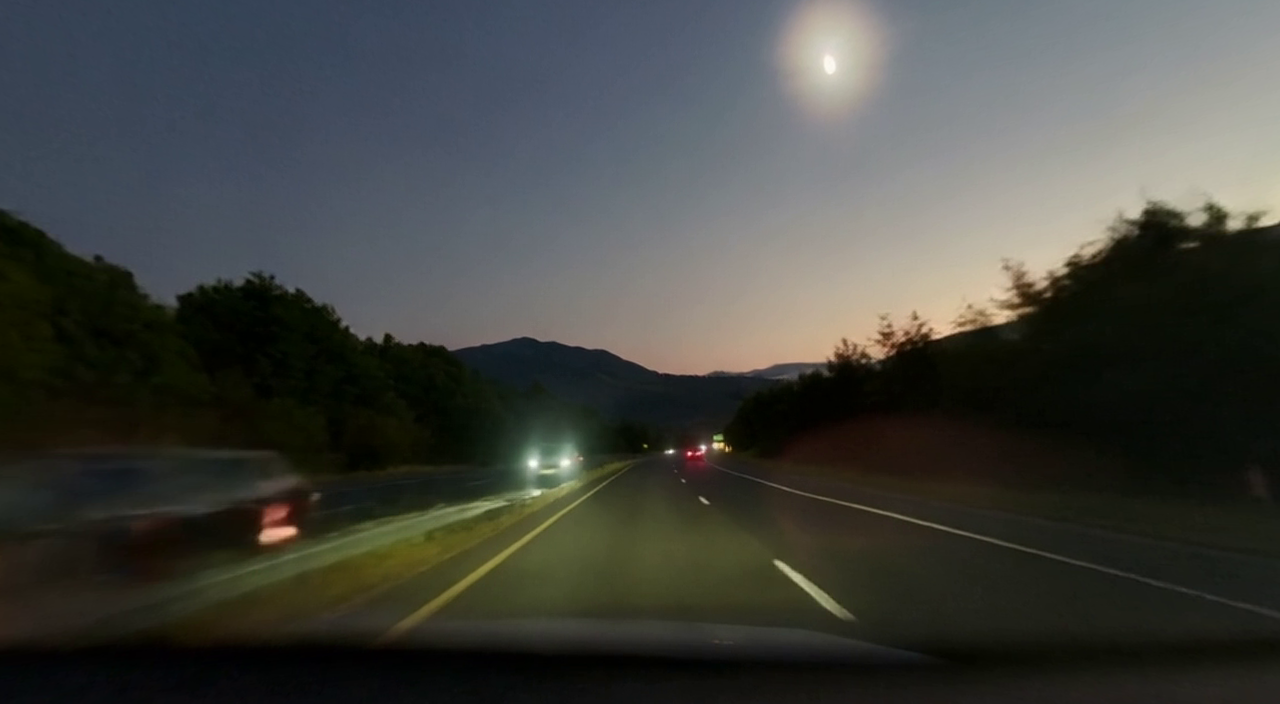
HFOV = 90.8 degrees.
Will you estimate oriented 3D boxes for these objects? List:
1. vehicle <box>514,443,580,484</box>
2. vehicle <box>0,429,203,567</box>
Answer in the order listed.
[{"bbox_3d":[-4.923,6.004,34.471,2.533,2.001,5.922,-1,-9,2],"label":"vehicle"},{"bbox_3d":[-9.079,2.020,9.162,2.154,1.715,4.579,0,-9,0],"label":"vehicle"}]
